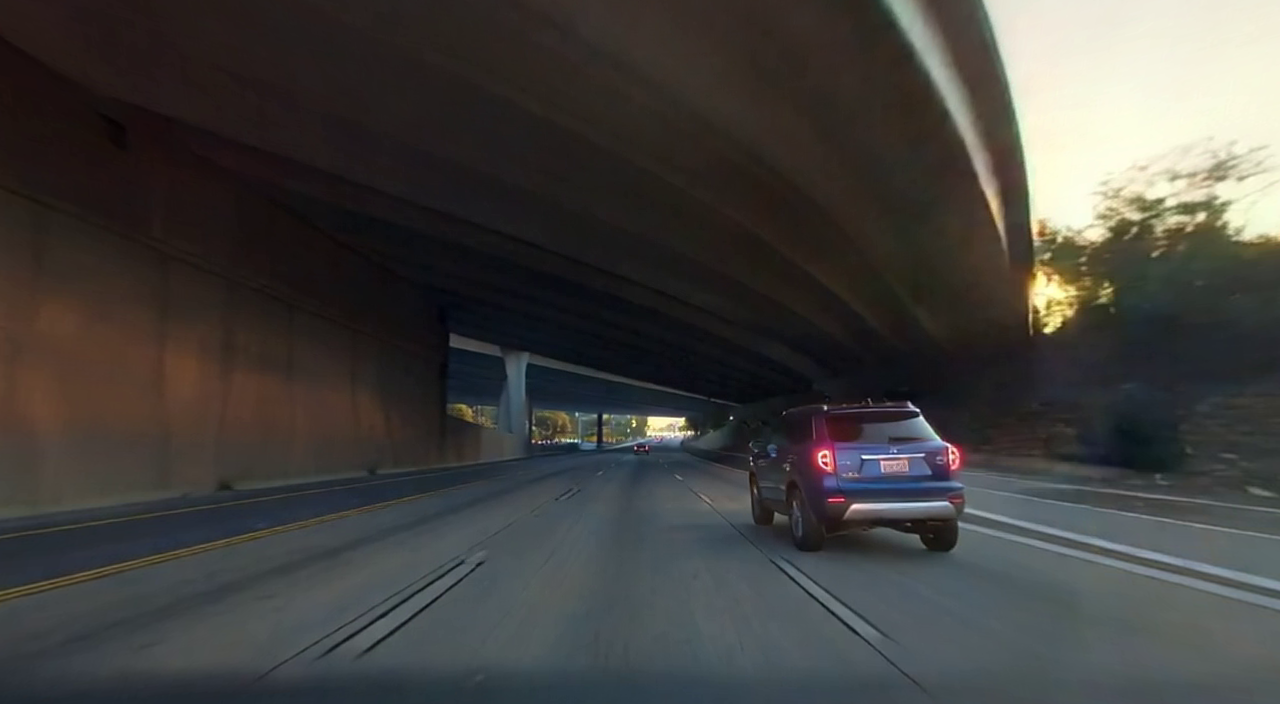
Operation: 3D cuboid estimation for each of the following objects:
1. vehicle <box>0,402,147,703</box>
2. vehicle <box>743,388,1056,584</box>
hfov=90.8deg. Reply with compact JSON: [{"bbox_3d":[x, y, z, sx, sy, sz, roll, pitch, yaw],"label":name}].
[{"bbox_3d":[-3.845,0.794,1.516,2.021,1.504,4.054,0,-9,0],"label":"vehicle"},{"bbox_3d":[2.975,1.693,8.789,2.155,1.918,4.945,0,-9,-1],"label":"vehicle"}]
